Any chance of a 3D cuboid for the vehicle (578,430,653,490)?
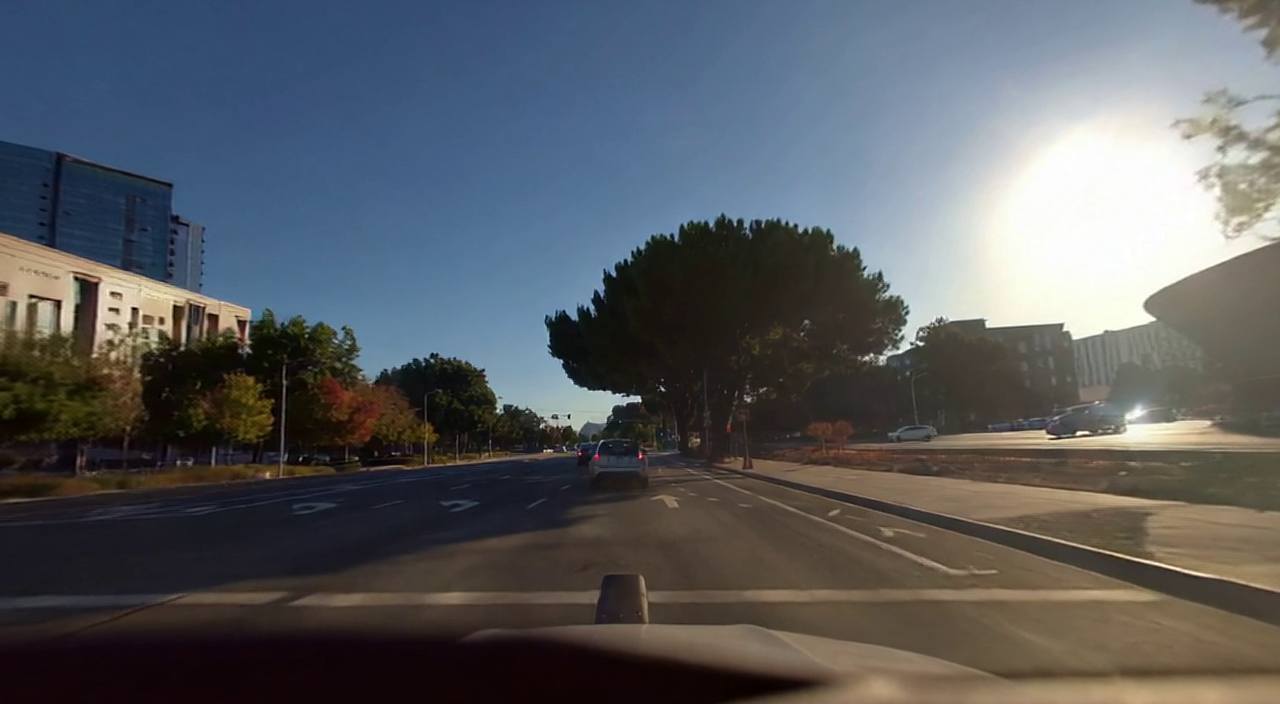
[{"bbox_3d":[-0.723,3.408,20.246,2.130,1.711,4.038,0,-9,0],"label":"vehicle"}]
